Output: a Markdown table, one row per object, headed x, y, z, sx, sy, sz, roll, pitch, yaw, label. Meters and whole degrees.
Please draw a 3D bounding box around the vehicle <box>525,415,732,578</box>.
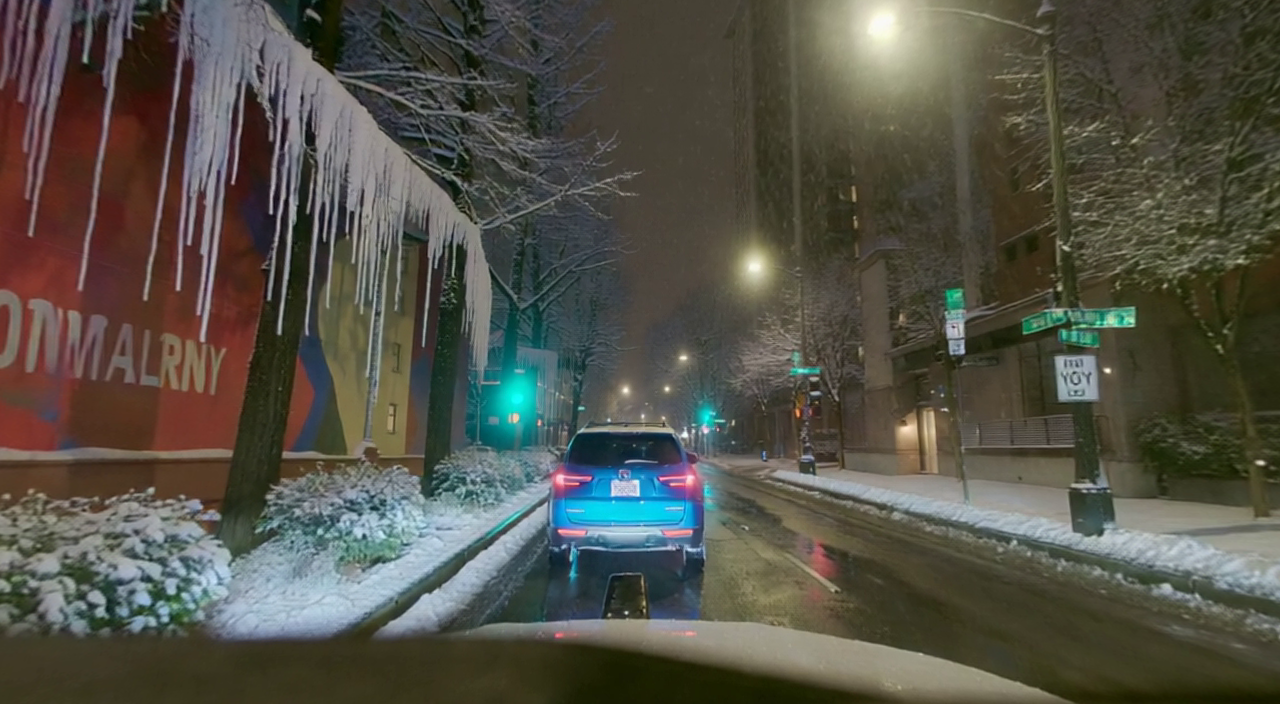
| x | y | z | sx | sy | sz | roll | pitch | yaw | label |
| --- | --- | --- | --- | --- | --- | --- | --- | --- | --- |
| -0.138 | 1.754 | 8.374 | 2.079 | 1.621 | 3.861 | 0 | -8 | -1 | vehicle |
